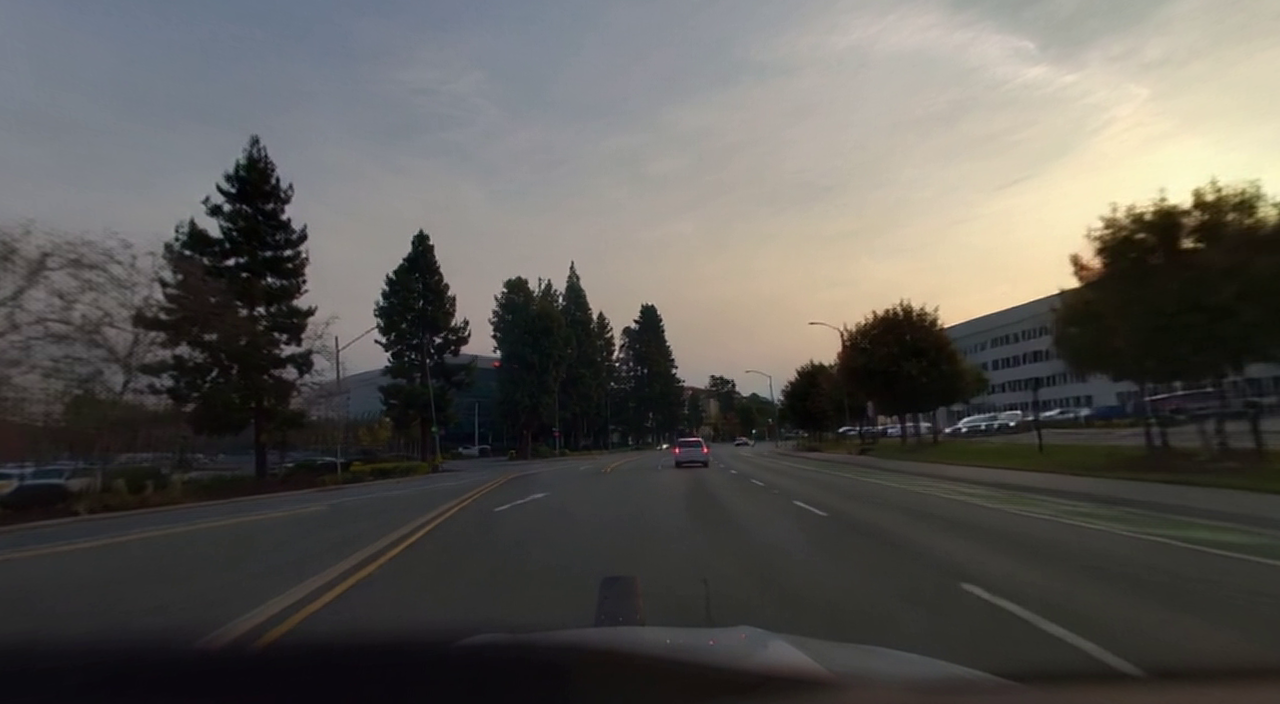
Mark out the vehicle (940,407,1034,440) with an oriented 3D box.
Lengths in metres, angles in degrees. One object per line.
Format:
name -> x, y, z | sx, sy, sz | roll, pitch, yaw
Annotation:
vehicle -> 20.965, 4.367, 38.358 | 4.359, 1.849, 2.152 | -1, -9, 4

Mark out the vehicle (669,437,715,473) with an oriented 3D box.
vehicle -> 2.602, 5.206, 32.098 | 2.181, 1.639, 4.127 | -1, -9, 4
